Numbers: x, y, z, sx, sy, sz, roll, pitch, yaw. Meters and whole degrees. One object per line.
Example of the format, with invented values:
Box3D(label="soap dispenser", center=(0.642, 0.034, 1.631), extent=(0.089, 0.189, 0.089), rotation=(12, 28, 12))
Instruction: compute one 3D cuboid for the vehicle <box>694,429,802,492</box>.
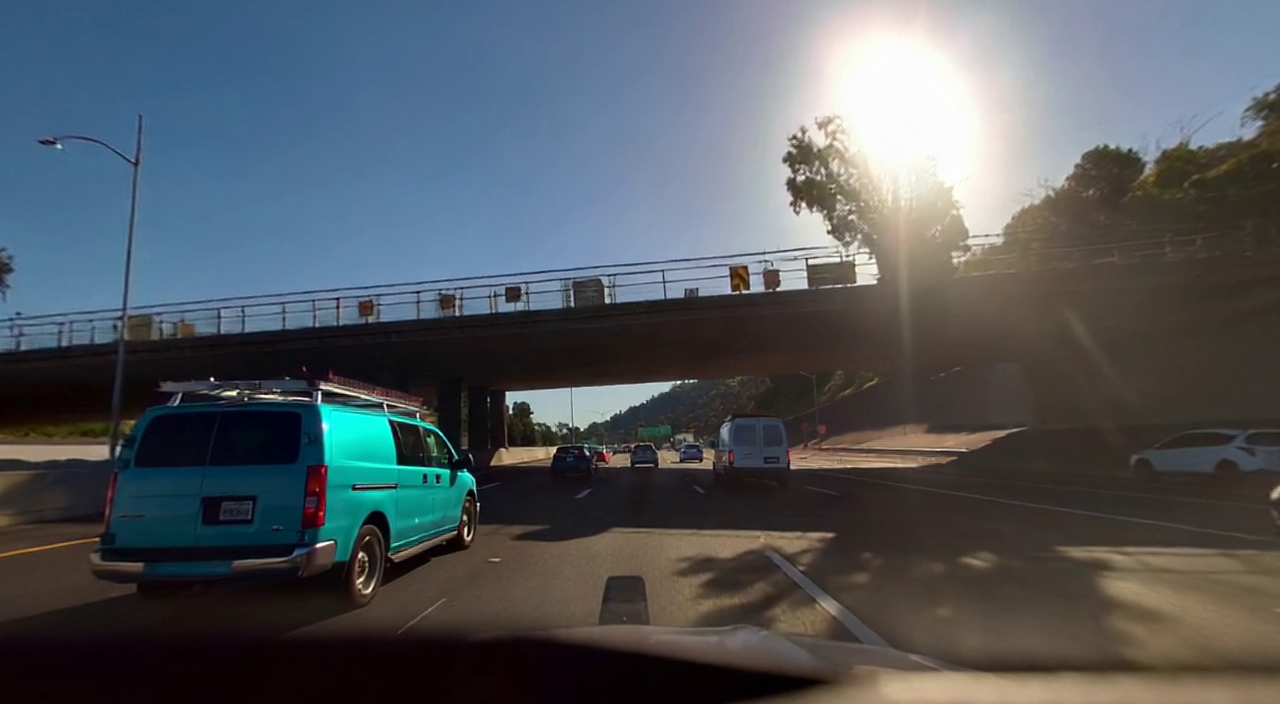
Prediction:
Box3D(label="vehicle", center=(3.584, 3.772, 22.369), extent=(2.777, 1.895, 5.710), rotation=(0, -8, 0))

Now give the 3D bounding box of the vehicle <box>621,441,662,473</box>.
Box3D(label="vehicle", center=(0.093, 5.699, 34.446), extent=(2.115, 1.617, 4.102), rotation=(0, -8, 0))

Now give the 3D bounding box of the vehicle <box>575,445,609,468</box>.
Box3D(label="vehicle", center=(-3.313, 7.209, 43.816), extent=(1.970, 1.483, 4.071), rotation=(0, -8, 1))

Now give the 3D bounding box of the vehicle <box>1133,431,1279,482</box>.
Box3D(label="vehicle", center=(22.328, 4.033, 24.607), extent=(1.982, 1.748, 4.713), rotation=(2, -9, -6))

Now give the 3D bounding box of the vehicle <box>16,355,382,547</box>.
Box3D(label="vehicle", center=(-7.547, 1.852, 12.192), extent=(2.336, 2.708, 6.421), rotation=(0, -8, 0))
